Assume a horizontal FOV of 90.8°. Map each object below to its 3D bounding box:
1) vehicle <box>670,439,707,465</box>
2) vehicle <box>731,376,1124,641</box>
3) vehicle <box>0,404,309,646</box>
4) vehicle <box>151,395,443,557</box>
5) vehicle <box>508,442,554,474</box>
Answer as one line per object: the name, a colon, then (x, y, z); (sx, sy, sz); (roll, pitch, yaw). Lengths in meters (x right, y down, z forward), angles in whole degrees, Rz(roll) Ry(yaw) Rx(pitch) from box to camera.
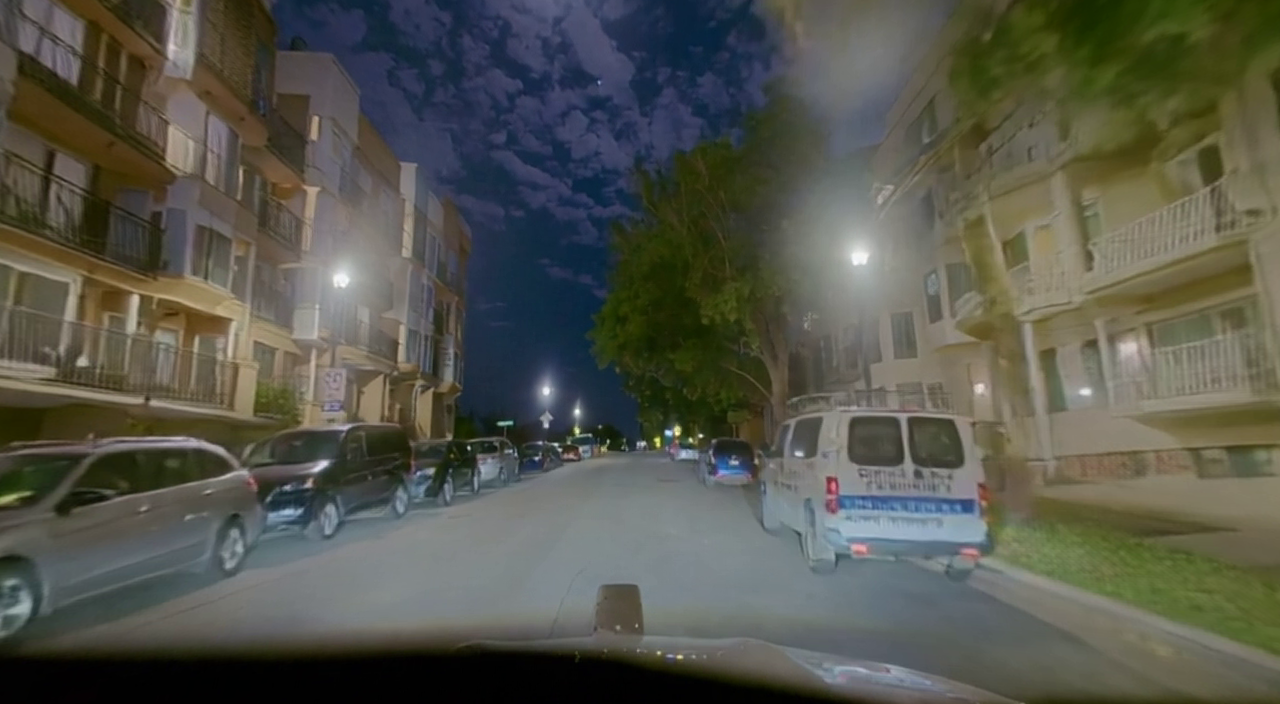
vehicle: (2.951, 6.208, 39.178); (1.835, 1.490, 4.134); (0, -9, -2)
vehicle: (2.749, 1.397, 7.846); (2.259, 2.119, 5.281); (0, -3, -2)
vehicle: (-5.482, 1.507, 6.147); (1.838, 1.725, 4.660); (0, -9, 2)
vehicle: (-5.464, 2.047, 11.347); (2.196, 2.059, 5.748); (-2, -8, -2)
vehicle: (-5.476, 5.379, 32.156); (1.722, 1.491, 3.431); (0, -9, 0)
